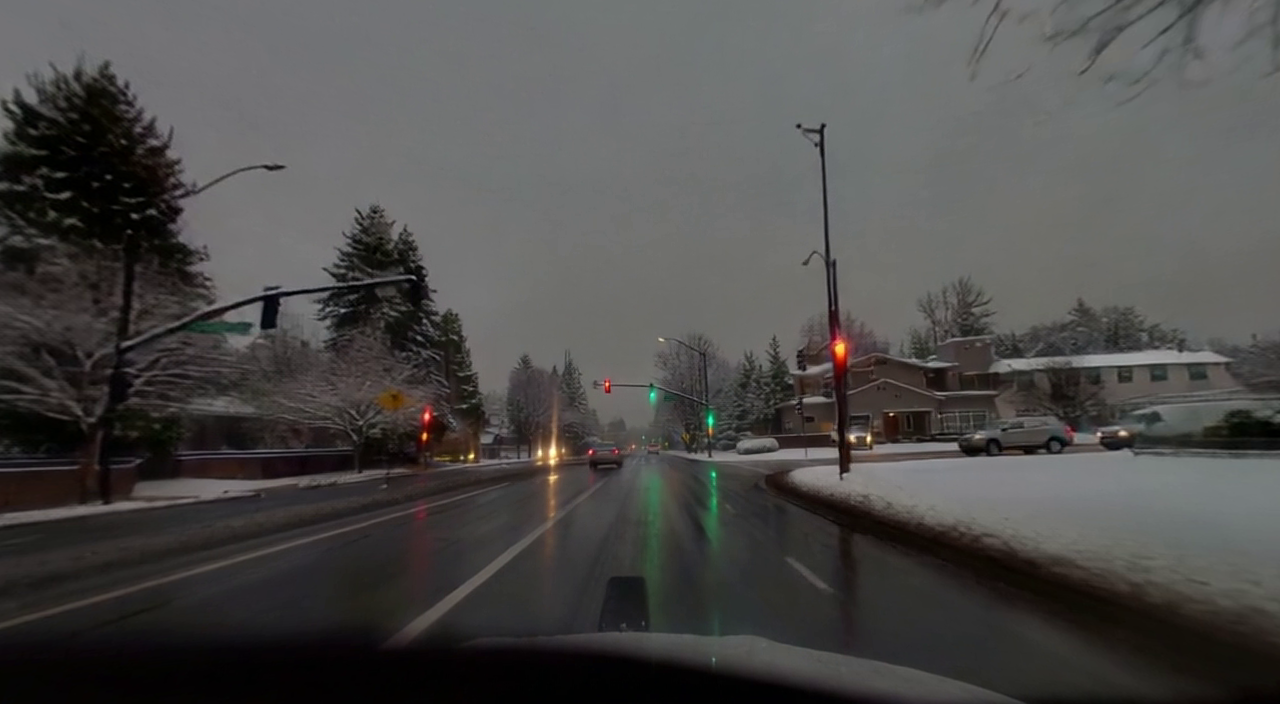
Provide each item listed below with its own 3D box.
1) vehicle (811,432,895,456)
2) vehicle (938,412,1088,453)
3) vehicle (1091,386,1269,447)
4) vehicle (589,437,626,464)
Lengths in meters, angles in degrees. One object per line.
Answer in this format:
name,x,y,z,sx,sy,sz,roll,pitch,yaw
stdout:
vehicle,13.639,5.921,40.535,4.665,1.498,1.866,0,-8,-3
vehicle,19.102,4.169,32.455,6.313,2.043,2.272,0,-8,-3
vehicle,28.528,3.463,33.505,7.116,3.077,2.655,0,-8,-4
vehicle,-2.100,6.518,41.773,2.084,1.701,4.734,0,-8,1
